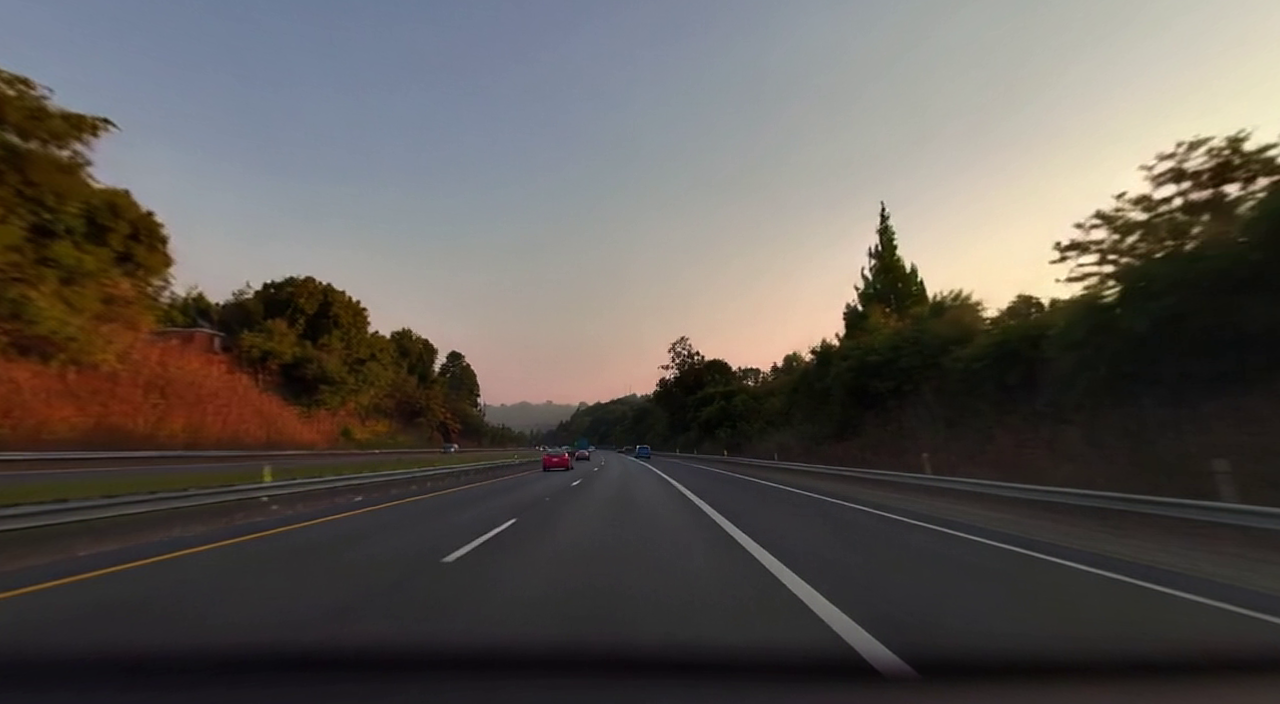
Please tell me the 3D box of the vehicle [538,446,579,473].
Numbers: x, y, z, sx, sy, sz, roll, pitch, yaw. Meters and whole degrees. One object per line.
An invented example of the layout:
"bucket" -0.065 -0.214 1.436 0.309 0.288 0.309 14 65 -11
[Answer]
"vehicle" -4.992 6.643 39.276 1.957 1.499 4.965 0 -9 -1

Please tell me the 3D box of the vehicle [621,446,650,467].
"vehicle" -0.358 7.638 46.256 2.031 1.483 3.417 0 -9 -3
